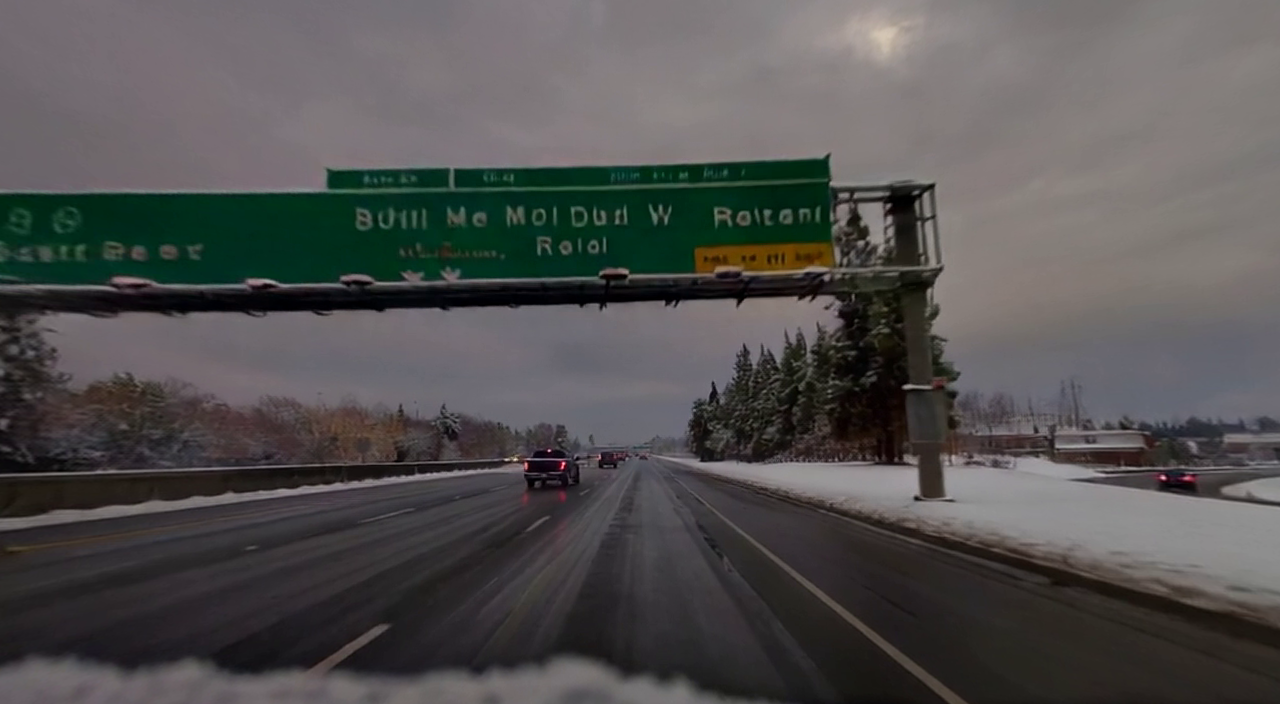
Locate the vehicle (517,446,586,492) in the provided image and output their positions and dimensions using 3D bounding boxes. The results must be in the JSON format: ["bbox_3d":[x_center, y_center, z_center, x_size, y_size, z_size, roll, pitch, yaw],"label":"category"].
[{"bbox_3d":[-3.613,4.879,26.683,2.162,1.747,4.791,0,-9,1],"label":"vehicle"}]

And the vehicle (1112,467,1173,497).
[{"bbox_3d":[34.088,8.779,42.850,2.136,1.776,4.825,-4,-10,26],"label":"vehicle"}]
